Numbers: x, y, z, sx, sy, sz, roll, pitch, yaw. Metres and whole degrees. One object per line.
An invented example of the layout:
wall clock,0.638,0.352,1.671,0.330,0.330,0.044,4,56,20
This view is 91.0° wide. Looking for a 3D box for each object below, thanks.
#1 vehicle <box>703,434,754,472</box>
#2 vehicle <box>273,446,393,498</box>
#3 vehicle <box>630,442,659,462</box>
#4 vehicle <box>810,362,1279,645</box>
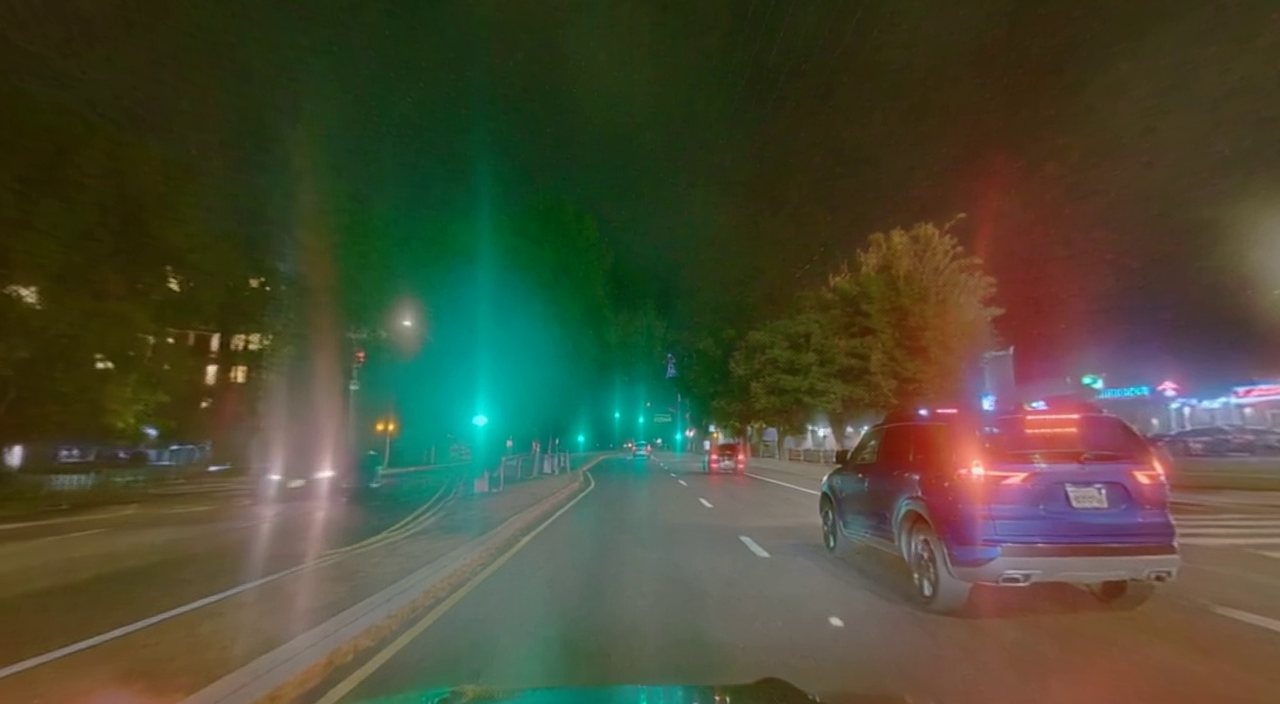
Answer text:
vehicle,4.506,5.241,32.889,2.085,1.828,5.383,0,-8,3
vehicle,-9.772,3.802,20.455,1.932,1.483,4.246,1,-8,-3
vehicle,0.332,7.700,48.565,2.131,1.474,4.146,0,-8,1
vehicle,3.374,1.317,6.419,2.033,1.865,4.360,0,-8,0
